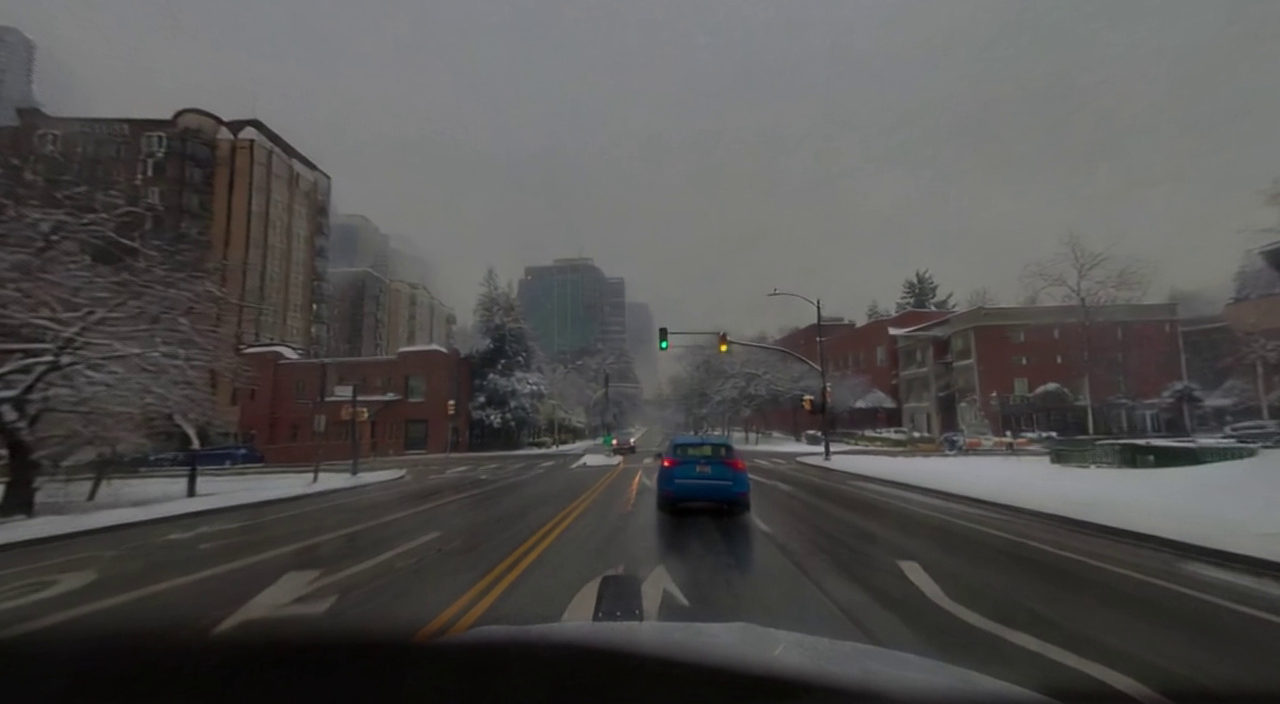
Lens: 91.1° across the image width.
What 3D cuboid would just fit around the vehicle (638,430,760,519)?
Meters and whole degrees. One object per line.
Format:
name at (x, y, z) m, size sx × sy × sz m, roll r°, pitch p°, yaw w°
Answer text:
vehicle at (1.054, 2.267, 12.244) m, size 1.950 × 1.401 × 4.159 m, roll -1°, pitch -8°, yaw 3°

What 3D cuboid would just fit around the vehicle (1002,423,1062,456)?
vehicle at (29.917, 6.692, 48.162) m, size 2.176 × 2.400 × 4.821 m, roll -2°, pitch -8°, yaw 11°

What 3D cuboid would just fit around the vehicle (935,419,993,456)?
vehicle at (24.994, 6.629, 48.700) m, size 2.311 × 2.623 × 5.870 m, roll -2°, pitch -8°, yaw 11°
